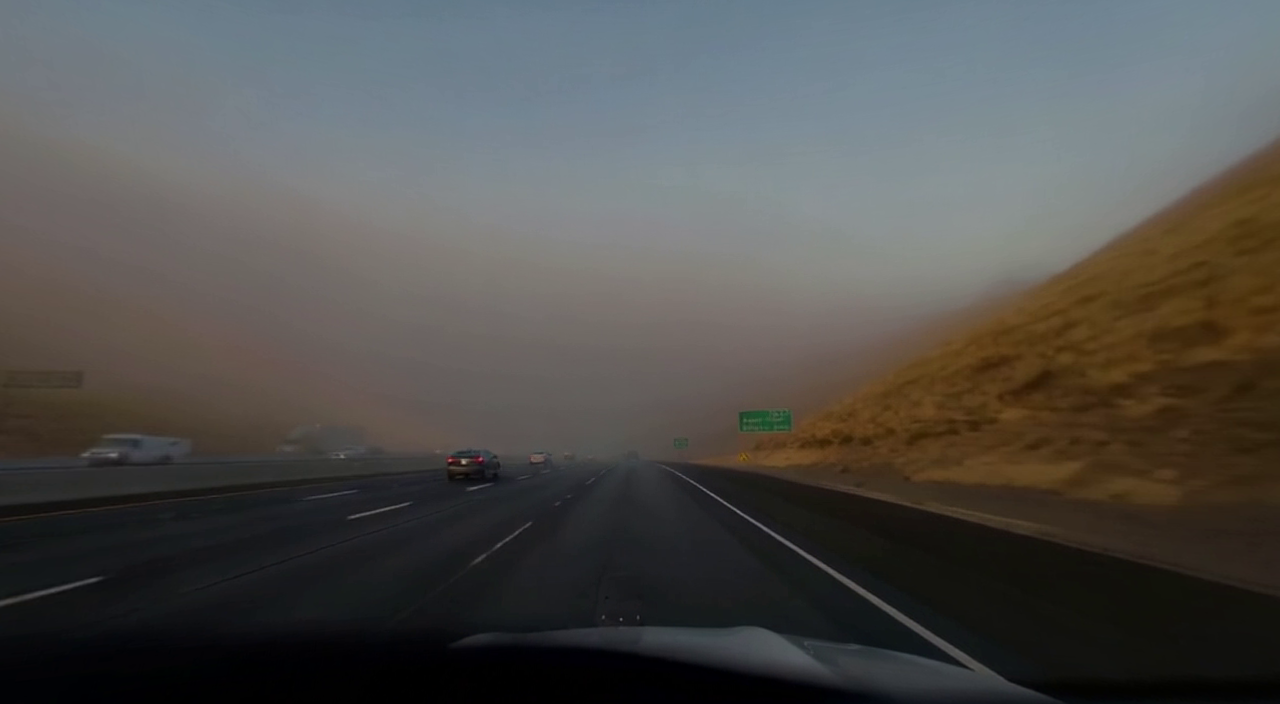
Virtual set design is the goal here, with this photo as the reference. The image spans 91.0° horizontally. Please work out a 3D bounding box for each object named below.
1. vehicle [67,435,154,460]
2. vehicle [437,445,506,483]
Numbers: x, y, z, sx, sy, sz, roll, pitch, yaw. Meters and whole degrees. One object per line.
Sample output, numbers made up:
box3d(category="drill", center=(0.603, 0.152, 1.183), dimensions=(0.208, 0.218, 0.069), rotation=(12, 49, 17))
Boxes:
box3d(category="vehicle", center=(-33.668, 6.108, 40.224), dimensions=(1.878, 1.518, 4.427), rotation=(1, -9, -3))
box3d(category="vehicle", center=(-7.709, 5.172, 29.299), dimensions=(2.045, 1.624, 4.338), rotation=(0, -9, -1))
